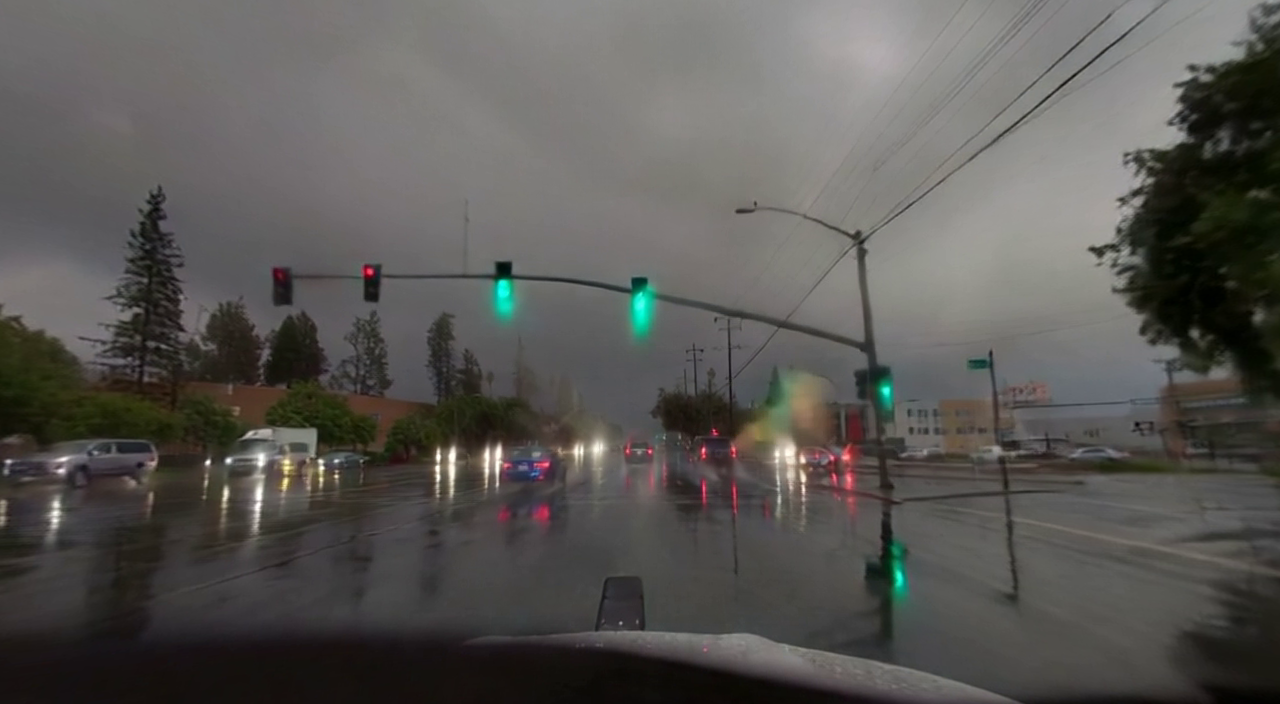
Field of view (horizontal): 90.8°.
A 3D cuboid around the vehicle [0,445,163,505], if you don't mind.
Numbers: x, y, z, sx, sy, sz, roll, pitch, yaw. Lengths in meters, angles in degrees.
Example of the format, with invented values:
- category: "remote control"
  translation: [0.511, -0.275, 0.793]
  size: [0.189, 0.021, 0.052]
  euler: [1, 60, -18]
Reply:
- category: "vehicle"
  translation: [-18.173, 3.868, 20.358]
  size: [1.958, 1.683, 4.559]
  euler: [0, -9, 1]

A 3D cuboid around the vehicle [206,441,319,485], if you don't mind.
- category: "vehicle"
  translation: [-17.699, 5.211, 30.004]
  size: [2.000, 1.894, 5.301]
  euler: [0, -9, 1]

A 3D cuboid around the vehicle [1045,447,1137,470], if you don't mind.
- category: "vehicle"
  translation: [30.757, 7.236, 43.214]
  size: [1.868, 1.447, 4.690]
  euler: [5, -10, -29]

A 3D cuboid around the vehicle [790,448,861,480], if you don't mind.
- category: "vehicle"
  translation: [10.421, 6.303, 35.845]
  size: [2.010, 1.633, 4.246]
  euler: [2, -9, -12]

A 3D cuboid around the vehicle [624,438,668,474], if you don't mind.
- category: "vehicle"
  translation: [0.388, 6.591, 40.313]
  size: [2.643, 2.145, 5.585]
  euler: [0, -9, 1]

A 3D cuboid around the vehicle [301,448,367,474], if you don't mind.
- category: "vehicle"
  translation: [-20.812, 7.434, 43.205]
  size: [2.129, 1.668, 4.614]
  euler: [-1, -9, 1]

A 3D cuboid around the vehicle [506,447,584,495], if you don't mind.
- category: "vehicle"
  translation: [-3.185, 4.088, 22.142]
  size: [1.939, 1.494, 4.499]
  euler: [0, -9, 1]

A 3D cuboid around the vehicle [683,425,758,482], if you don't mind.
- category: "vehicle"
  translation: [3.975, 5.238, 32.883]
  size: [2.905, 2.636, 6.895]
  euler: [0, -9, -1]

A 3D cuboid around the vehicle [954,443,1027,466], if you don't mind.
- category: "vehicle"
  translation: [27.489, 8.063, 49.722]
  size: [2.012, 1.701, 4.524]
  euler: [5, -10, -31]
